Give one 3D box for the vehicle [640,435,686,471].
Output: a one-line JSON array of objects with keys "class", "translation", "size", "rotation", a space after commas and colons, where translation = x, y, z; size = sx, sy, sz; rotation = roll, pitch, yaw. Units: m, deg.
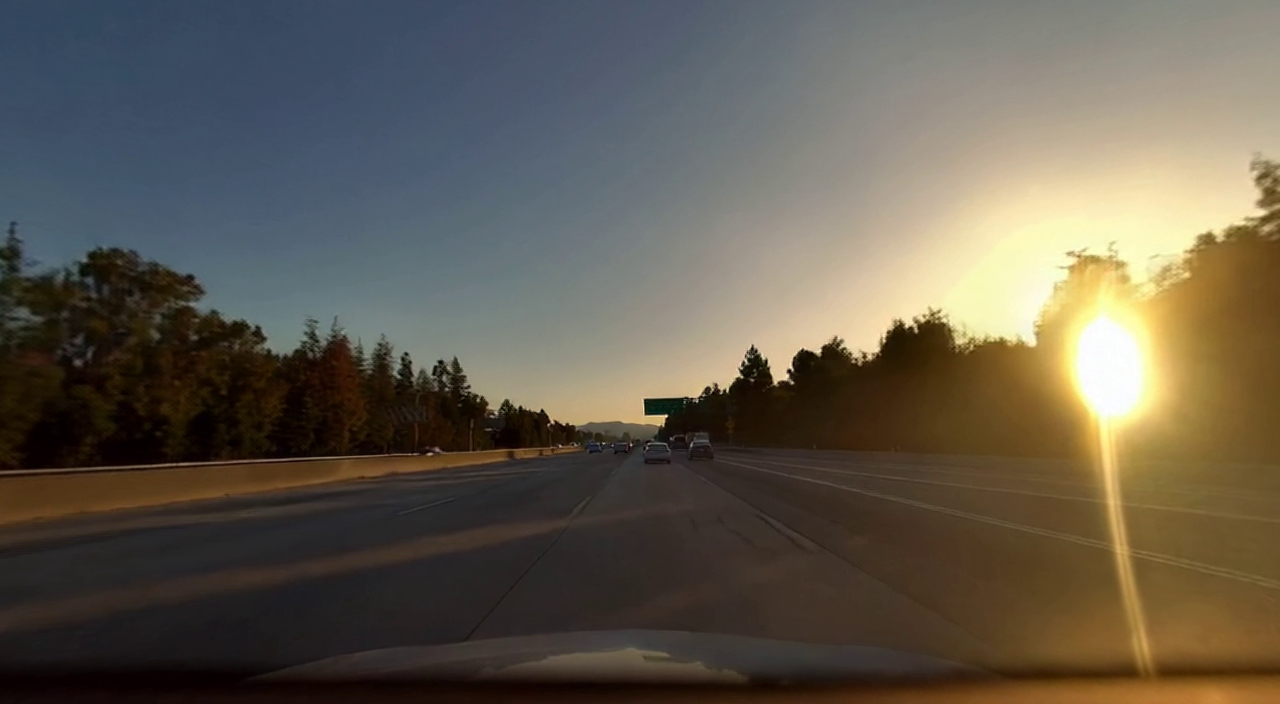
[{"class": "vehicle", "translation": [1.133, 5.349, 33.733], "size": [2.260, 1.766, 4.348], "rotation": [0, -8, -1]}]
